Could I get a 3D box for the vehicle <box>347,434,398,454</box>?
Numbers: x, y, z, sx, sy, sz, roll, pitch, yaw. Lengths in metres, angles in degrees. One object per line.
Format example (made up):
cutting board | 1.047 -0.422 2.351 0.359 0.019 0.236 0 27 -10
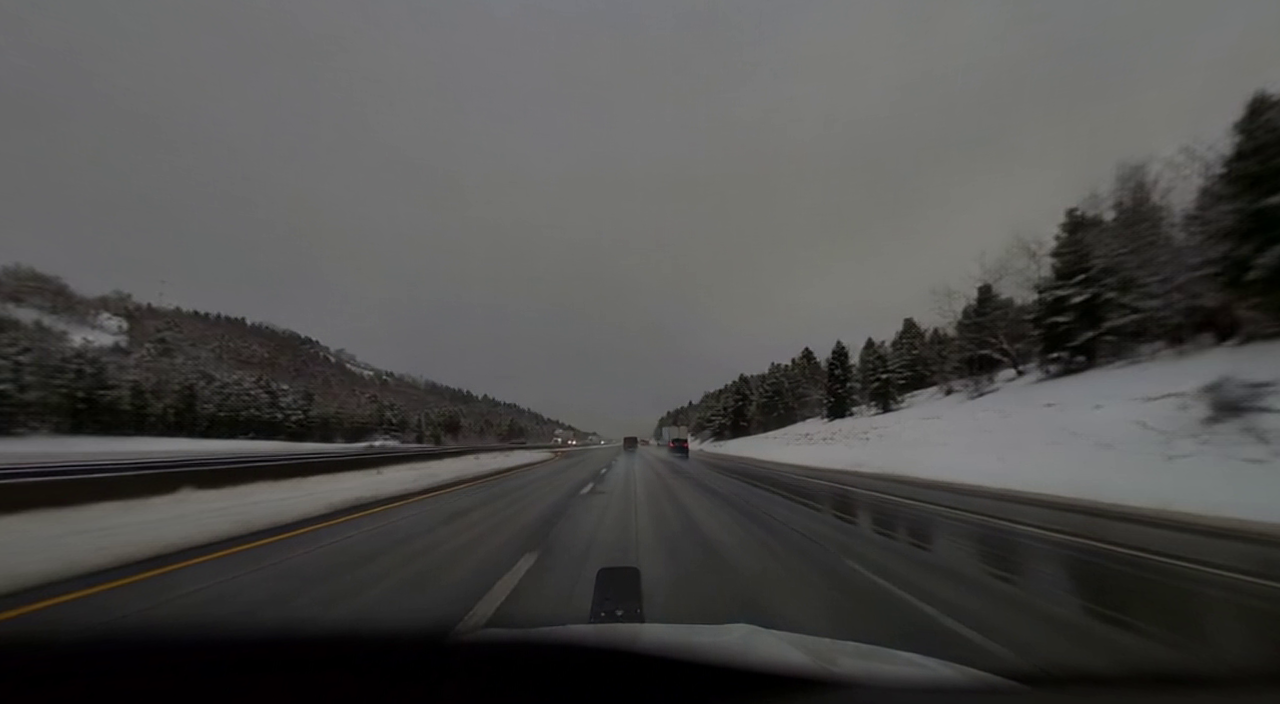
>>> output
vehicle | -21.131 7.273 49.860 1.999 1.472 4.598 0 -8 0
